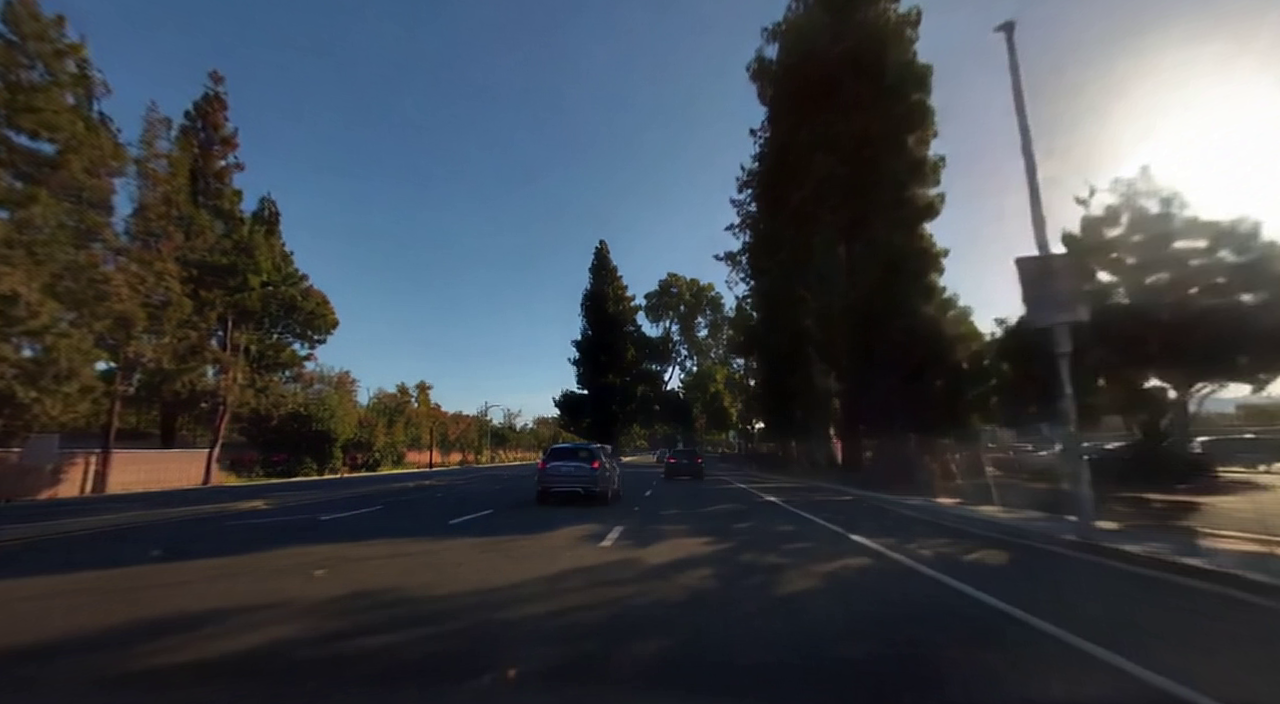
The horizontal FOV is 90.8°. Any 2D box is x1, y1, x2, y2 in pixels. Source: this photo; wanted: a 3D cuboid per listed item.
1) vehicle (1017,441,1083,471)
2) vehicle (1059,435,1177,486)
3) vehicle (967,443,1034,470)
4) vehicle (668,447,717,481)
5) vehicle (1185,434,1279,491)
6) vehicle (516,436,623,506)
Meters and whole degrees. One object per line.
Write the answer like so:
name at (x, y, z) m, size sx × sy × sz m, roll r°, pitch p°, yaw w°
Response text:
vehicle at (22.849, 5.754, 35.106) m, size 2.039 × 1.440 × 4.655 m, roll -13°, pitch -14°, yaw 43°
vehicle at (15.725, 3.500, 20.682) m, size 4.830 × 1.459 × 2.041 m, roll 8°, pitch -12°, yaw -41°
vehicle at (20.940, 6.024, 36.647) m, size 4.404 × 1.469 × 1.947 m, roll 7°, pitch -11°, yaw -41°
vehicle at (2.504, 5.291, 30.161) m, size 2.147 × 1.474 × 4.083 m, roll -1°, pitch -9°, yaw 4°
vehicle at (17.170, 3.101, 18.008) m, size 2.131 × 1.437 × 4.325 m, roll -8°, pitch -12°, yaw 43°
vehicle at (-1.770, 3.246, 17.665) m, size 2.105 × 1.676 × 4.541 m, roll -1°, pitch -9°, yaw 5°
